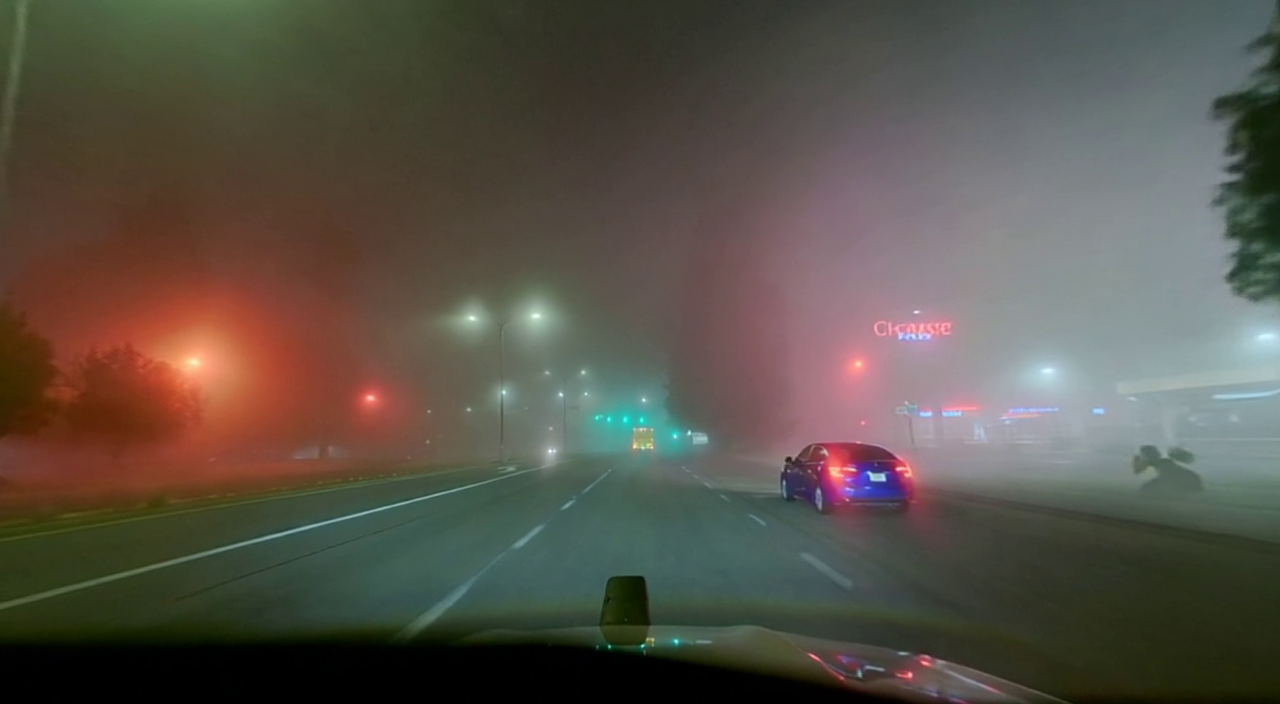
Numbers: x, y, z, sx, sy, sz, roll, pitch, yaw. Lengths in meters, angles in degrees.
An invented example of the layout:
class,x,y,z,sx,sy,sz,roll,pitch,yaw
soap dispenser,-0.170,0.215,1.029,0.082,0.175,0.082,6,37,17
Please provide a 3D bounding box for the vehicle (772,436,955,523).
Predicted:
class,x,y,z,sx,sy,sz,roll,pitch,yaw
vehicle,4.267,2.488,13.010,2.005,1.442,4.675,0,-8,-1
